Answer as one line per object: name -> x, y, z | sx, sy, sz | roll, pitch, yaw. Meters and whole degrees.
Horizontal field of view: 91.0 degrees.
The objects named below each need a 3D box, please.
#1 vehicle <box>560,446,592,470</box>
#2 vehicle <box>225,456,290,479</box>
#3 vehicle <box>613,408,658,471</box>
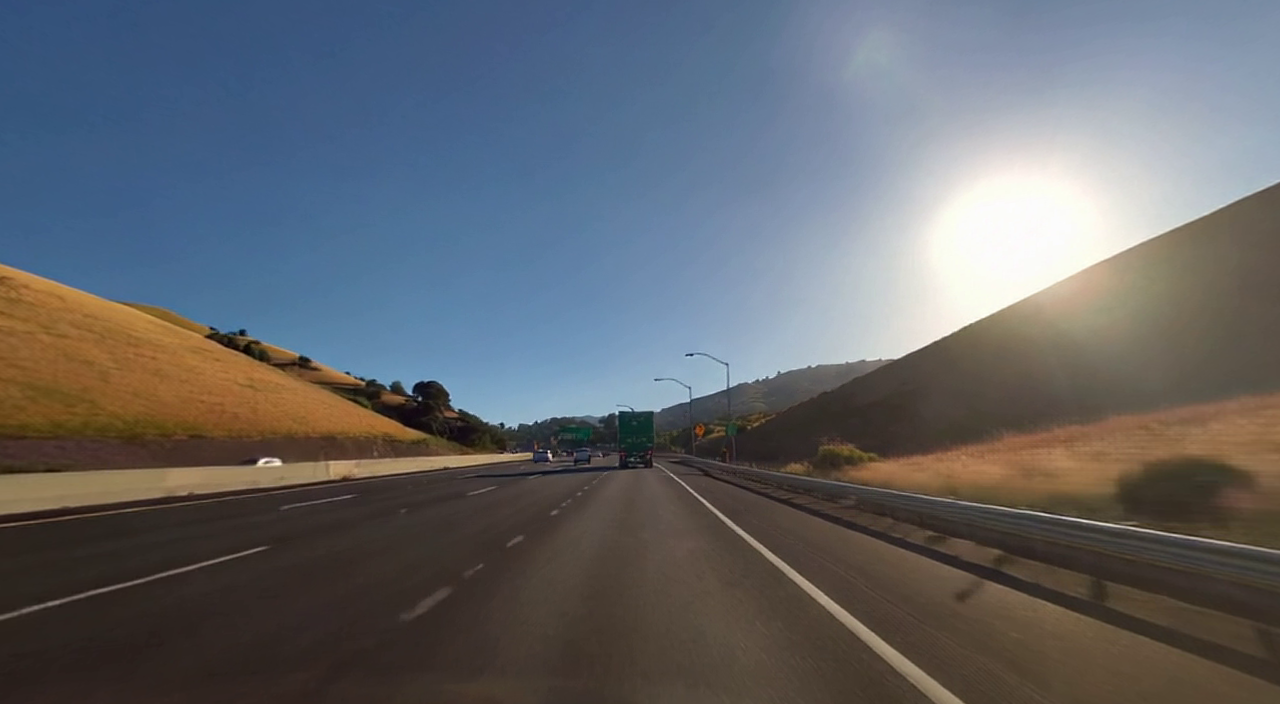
vehicle -> -4.897, 8.153, 48.526 | 2.053, 1.746, 4.508 | 0, -9, -1
vehicle -> -28.876, 8.713, 47.737 | 1.883, 1.557, 4.741 | 0, -9, 1
vehicle -> -0.211, 6.739, 48.021 | 3.039, 4.131, 11.822 | 0, -9, 1
